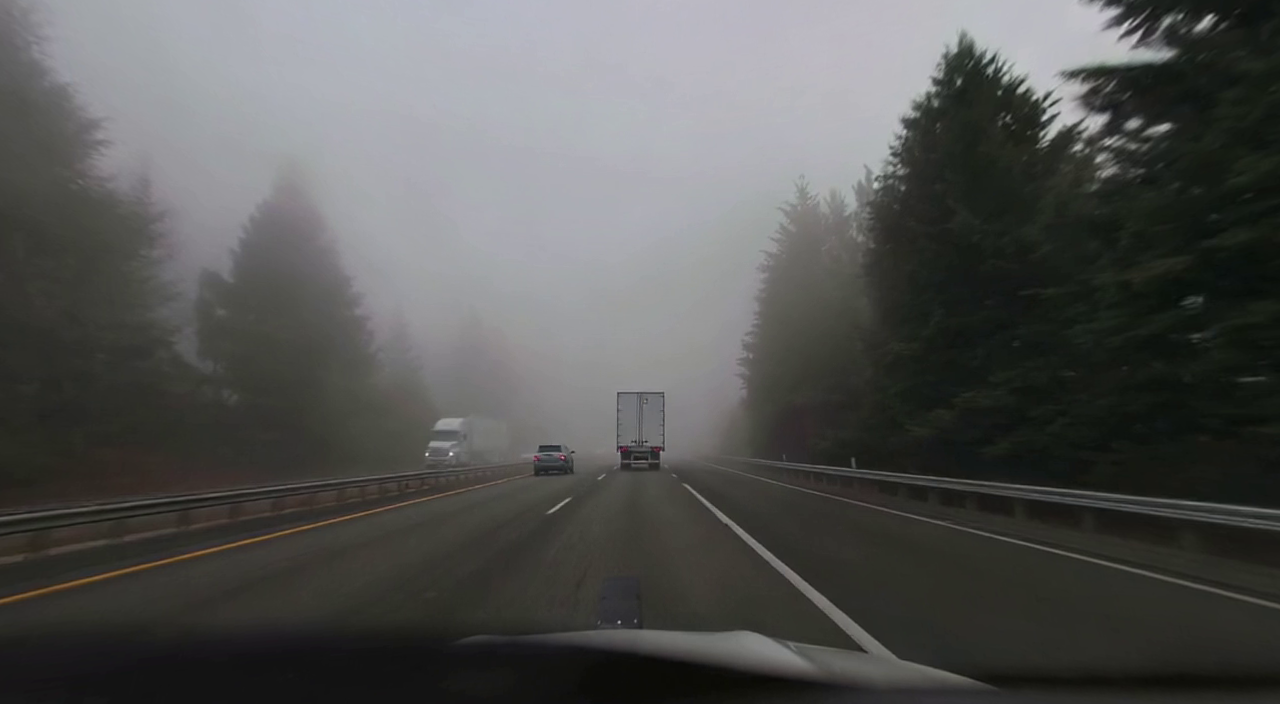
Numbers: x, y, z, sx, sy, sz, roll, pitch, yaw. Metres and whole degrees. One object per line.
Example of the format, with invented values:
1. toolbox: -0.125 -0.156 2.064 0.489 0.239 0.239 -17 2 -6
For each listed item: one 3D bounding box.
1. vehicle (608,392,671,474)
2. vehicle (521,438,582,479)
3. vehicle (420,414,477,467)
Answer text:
1. vehicle: -0.034 4.847 36.673 3.100 4.091 10.664 0 -9 0
2. vehicle: -3.885 4.756 28.155 2.112 1.645 4.129 0 -9 0
3. vehicle: -14.591 6.792 48.044 2.869 3.906 3.898 0 -9 2
